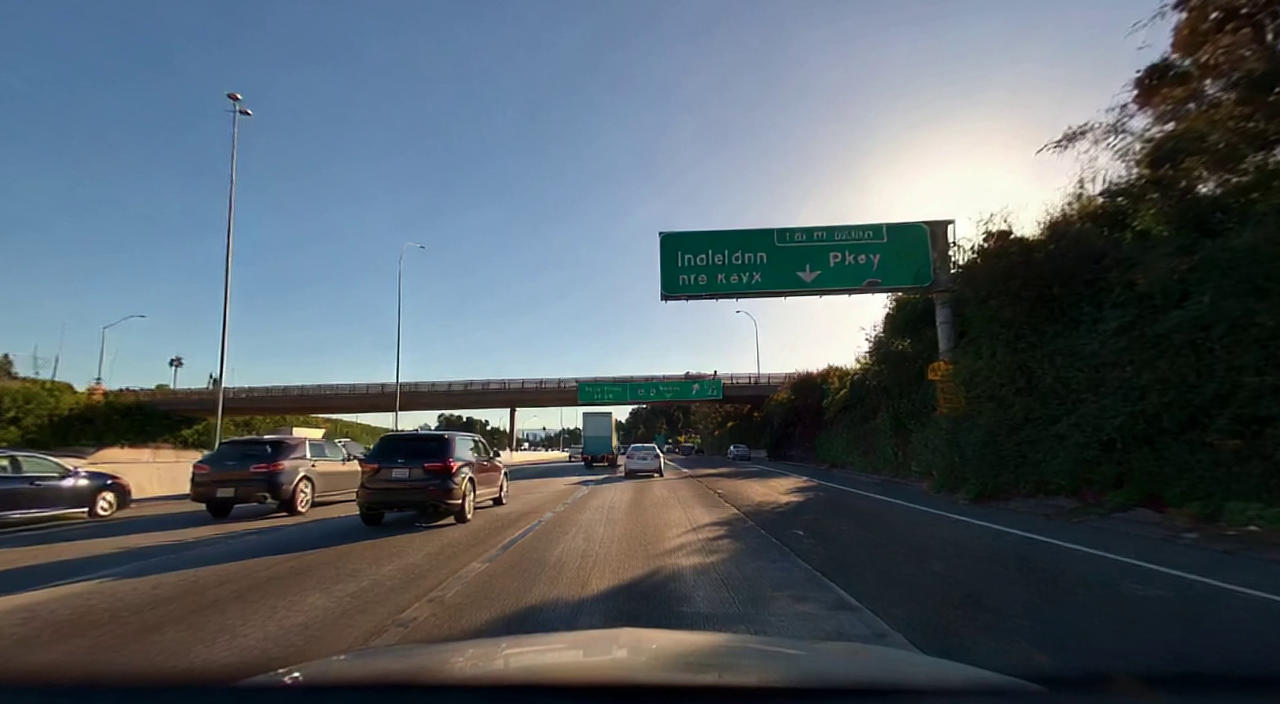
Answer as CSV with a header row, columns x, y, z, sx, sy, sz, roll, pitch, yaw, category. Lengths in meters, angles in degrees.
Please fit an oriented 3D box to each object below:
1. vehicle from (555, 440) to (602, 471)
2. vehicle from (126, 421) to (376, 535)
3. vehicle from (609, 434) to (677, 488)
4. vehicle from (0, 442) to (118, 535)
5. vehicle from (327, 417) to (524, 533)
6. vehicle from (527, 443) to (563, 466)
x,y,z,sx,sy,sz,roll,pitch,yaw,category
-3.503,5.995,36.889,2.243,1.683,4.178,0,-8,1,vehicle
-7.011,2.292,12.057,1.998,1.770,4.222,0,-8,1,vehicle
0.148,3.790,22.301,2.180,1.716,3.920,0,-8,1,vehicle
-11.059,2.141,9.858,1.911,1.457,4.423,0,-8,2,vehicle
-3.777,2.255,12.168,2.125,1.792,4.466,0,-8,1,vehicle
-7.010,7.579,46.948,1.872,1.602,4.029,0,-8,2,vehicle
